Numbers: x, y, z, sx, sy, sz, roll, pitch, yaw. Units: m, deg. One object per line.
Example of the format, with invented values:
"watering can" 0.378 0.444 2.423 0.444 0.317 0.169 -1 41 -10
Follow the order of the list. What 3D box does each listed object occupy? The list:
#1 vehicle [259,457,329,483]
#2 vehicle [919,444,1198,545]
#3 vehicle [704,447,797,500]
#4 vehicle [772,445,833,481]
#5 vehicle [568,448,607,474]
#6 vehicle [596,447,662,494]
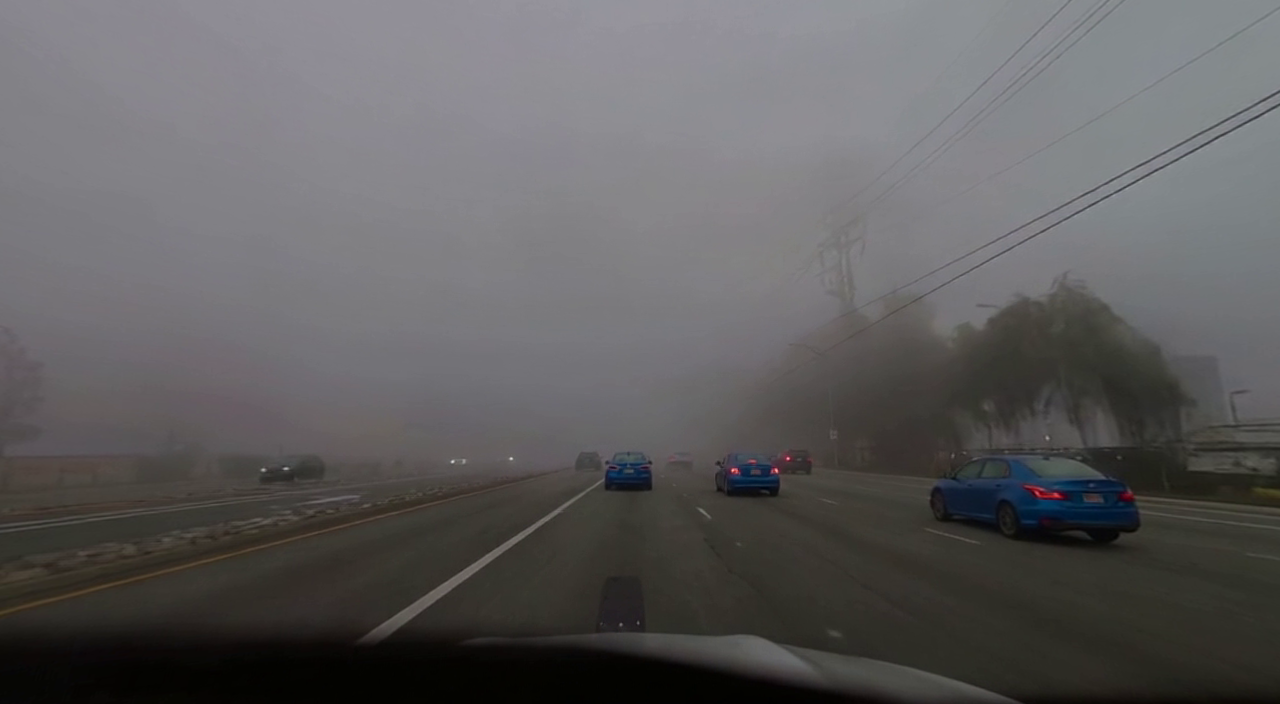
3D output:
"vehicle" -22.177 7.556 40.728 1.832 1.455 4.596 0 -8 1
"vehicle" 7.064 2.401 11.424 2.004 1.455 4.417 0 -8 0
"vehicle" 3.374 3.793 20.275 2.053 1.490 4.464 0 -8 -2
"vehicle" 8.167 5.592 32.155 1.998 1.724 4.260 0 -8 1
"vehicle" -3.429 7.179 41.927 2.073 1.606 4.364 0 -8 2
"vehicle" -0.345 4.054 22.016 2.065 1.464 4.216 0 -8 0
